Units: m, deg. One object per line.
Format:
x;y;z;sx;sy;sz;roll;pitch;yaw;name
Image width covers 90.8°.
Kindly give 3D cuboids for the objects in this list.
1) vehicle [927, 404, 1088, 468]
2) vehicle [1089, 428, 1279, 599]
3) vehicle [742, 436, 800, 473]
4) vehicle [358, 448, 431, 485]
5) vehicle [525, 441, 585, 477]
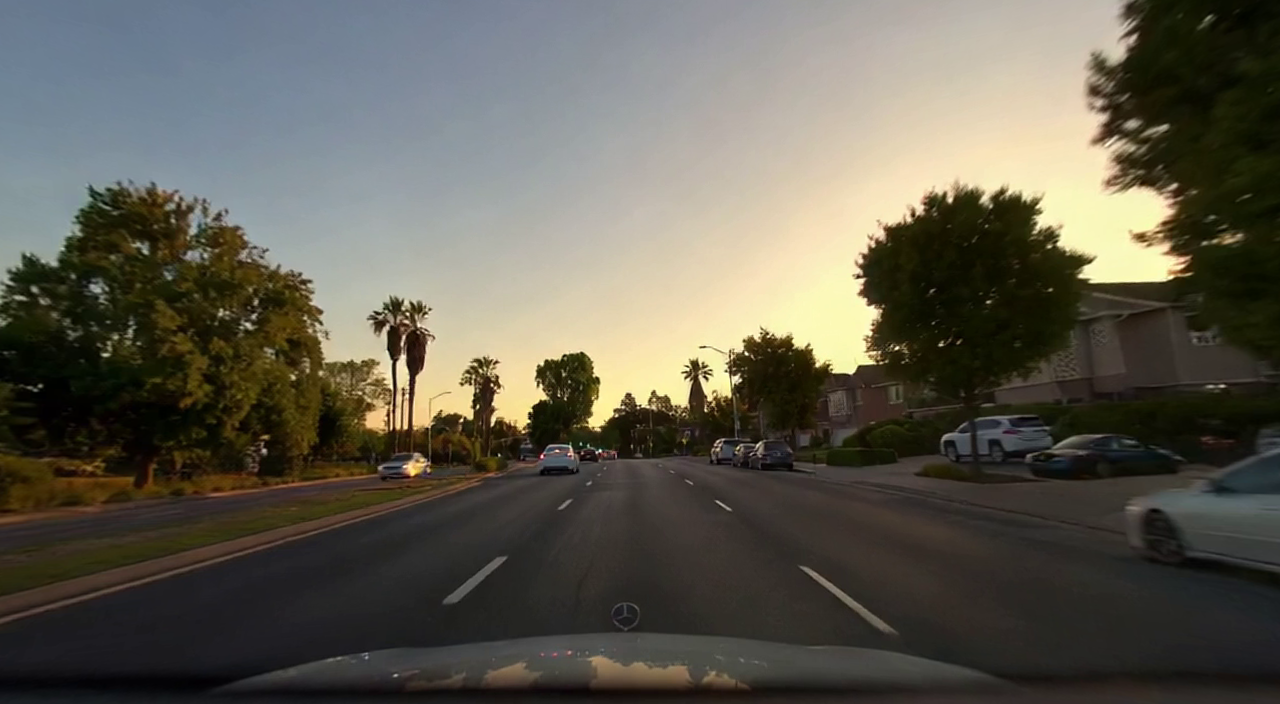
13.132;3.110;23.188;2.370;1.936;5.507;-3;-8;-2;vehicle
6.562;1.387;5.368;2.008;1.467;4.721;0;-8;0;vehicle
6.492;5.116;31.817;1.962;1.725;4.257;0;-8;0;vehicle
-12.066;5.622;31.355;2.152;1.509;3.954;-4;-8;-2;vehicle
-3.740;4.821;28.692;2.108;1.475;4.555;0;-8;0;vehicle
